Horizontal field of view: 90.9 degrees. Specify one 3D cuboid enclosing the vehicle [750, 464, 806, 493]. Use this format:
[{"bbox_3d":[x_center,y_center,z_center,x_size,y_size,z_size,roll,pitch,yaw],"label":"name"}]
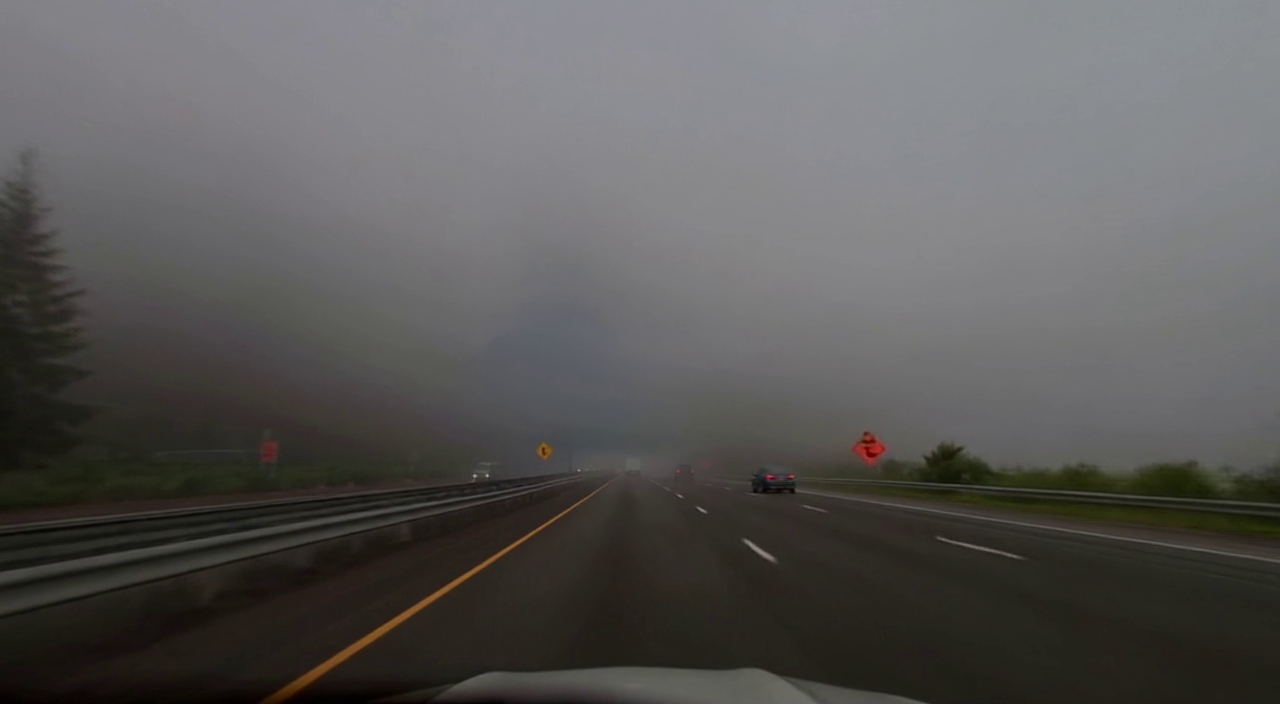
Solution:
[{"bbox_3d":[7.587,7.013,35.101,2.024,1.476,4.352,1,-10,-2],"label":"vehicle"}]
